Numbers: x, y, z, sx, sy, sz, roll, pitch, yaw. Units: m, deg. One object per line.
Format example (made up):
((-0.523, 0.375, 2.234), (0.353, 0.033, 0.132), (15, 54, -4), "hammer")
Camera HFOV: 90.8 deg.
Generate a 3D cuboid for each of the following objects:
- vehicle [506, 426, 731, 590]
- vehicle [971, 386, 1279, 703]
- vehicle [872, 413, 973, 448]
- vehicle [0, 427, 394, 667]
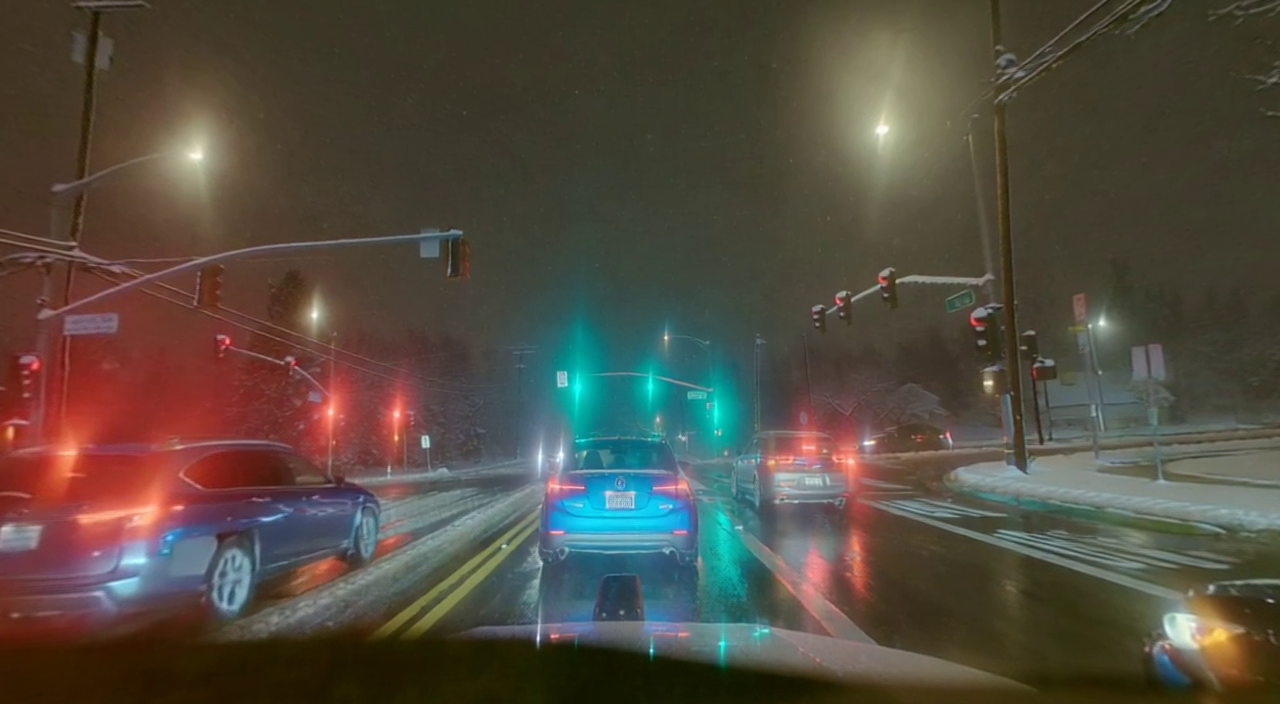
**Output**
((-0.222, 1.749, 7.972), (2.061, 1.485, 4.196), (0, -8, -1), "vehicle")
((2.921, 0.848, 1.866), (1.860, 1.494, 3.707), (0, -8, 0), "vehicle")
((15.116, 4.239, 33.990), (4.431, 1.555, 1.886), (-4, -9, 2), "vehicle")
((-4.384, 1.551, 6.212), (2.106, 1.492, 4.312), (0, -8, 1), "vehicle")
